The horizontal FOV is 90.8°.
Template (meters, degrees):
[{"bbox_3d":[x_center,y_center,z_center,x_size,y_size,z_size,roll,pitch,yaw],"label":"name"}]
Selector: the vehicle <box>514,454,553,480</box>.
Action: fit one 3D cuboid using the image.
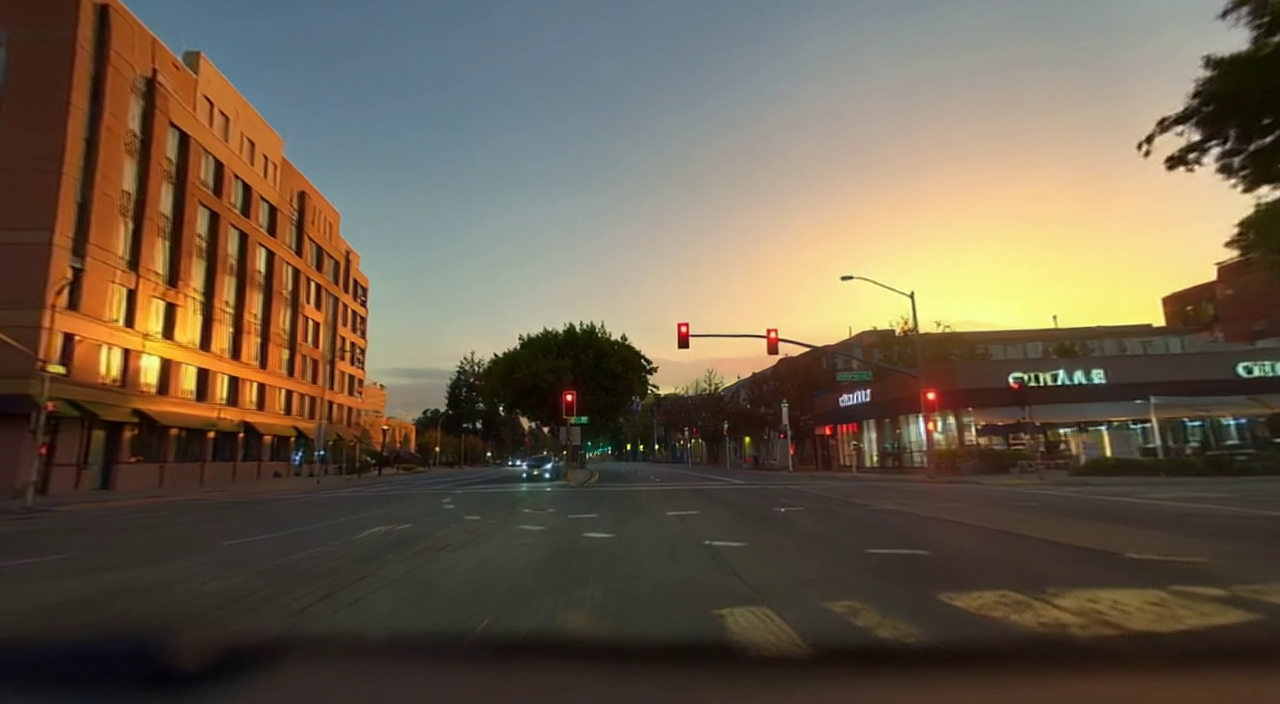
[{"bbox_3d":[-6.560,7.099,39.335,1.894,1.474,4.332,0,-8,-3],"label":"vehicle"}]
